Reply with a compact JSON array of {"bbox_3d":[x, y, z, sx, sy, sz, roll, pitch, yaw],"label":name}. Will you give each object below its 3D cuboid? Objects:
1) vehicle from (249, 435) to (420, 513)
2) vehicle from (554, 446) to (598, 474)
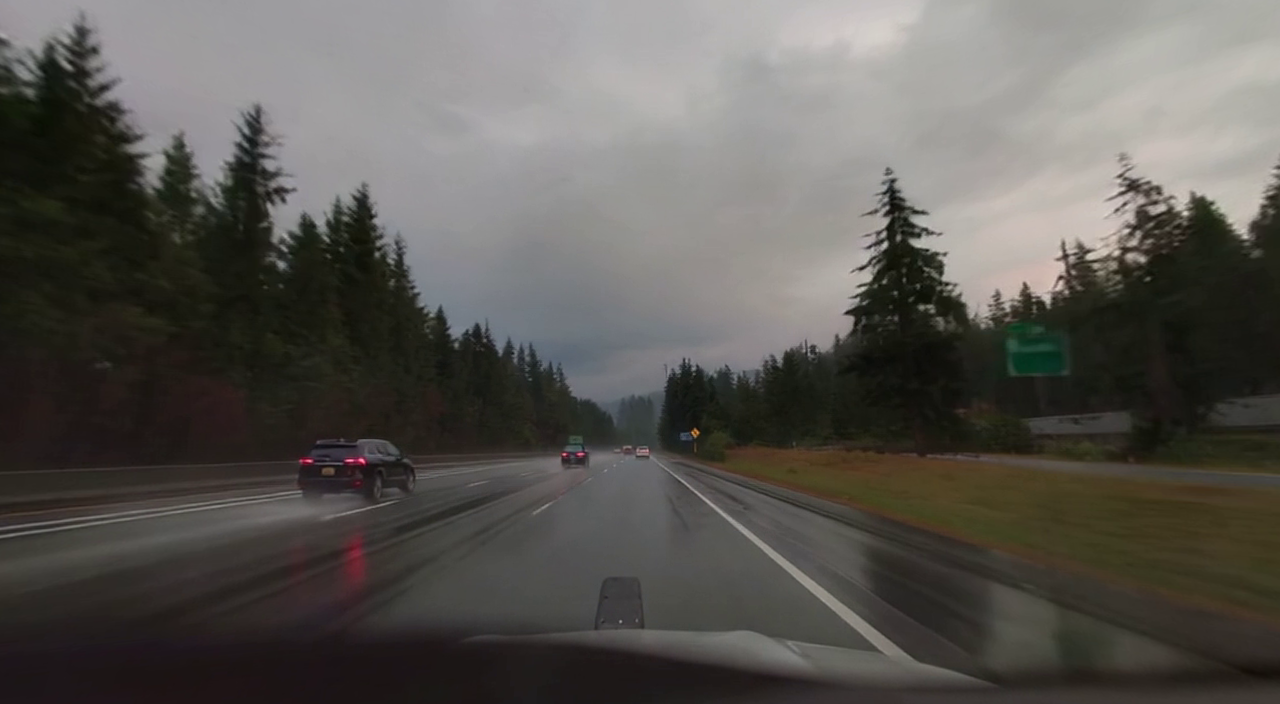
[{"bbox_3d":[-7.179,2.893,15.375,2.007,1.616,4.141,0,-9,1],"label":"vehicle"},{"bbox_3d":[-3.794,6.537,38.338,2.104,1.558,4.639,0,-9,1],"label":"vehicle"}]
